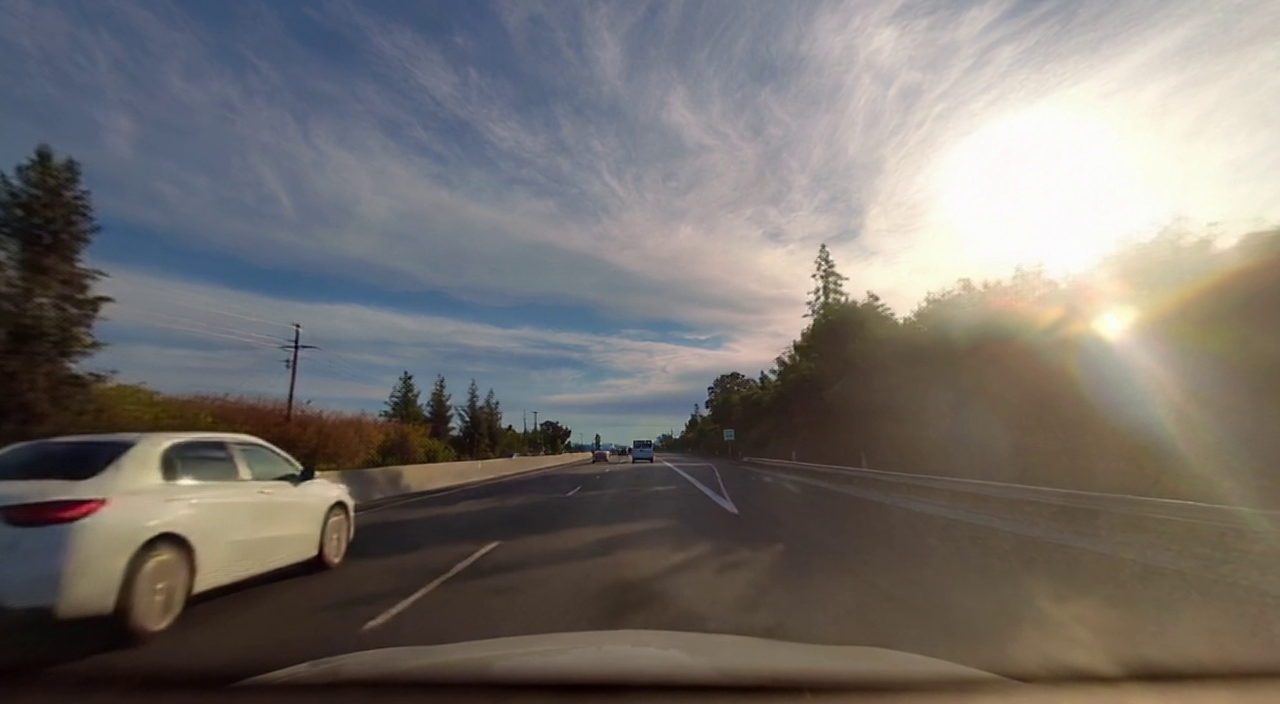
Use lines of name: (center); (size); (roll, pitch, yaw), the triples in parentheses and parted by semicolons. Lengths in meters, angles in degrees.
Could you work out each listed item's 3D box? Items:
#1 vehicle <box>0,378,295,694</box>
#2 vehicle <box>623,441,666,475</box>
vehicle: (-4.508, 1.090, 3.995); (2.078, 1.696, 4.437); (0, -9, 0)
vehicle: (0.237, 5.701, 34.067); (2.172, 1.687, 3.929); (0, -9, 0)
